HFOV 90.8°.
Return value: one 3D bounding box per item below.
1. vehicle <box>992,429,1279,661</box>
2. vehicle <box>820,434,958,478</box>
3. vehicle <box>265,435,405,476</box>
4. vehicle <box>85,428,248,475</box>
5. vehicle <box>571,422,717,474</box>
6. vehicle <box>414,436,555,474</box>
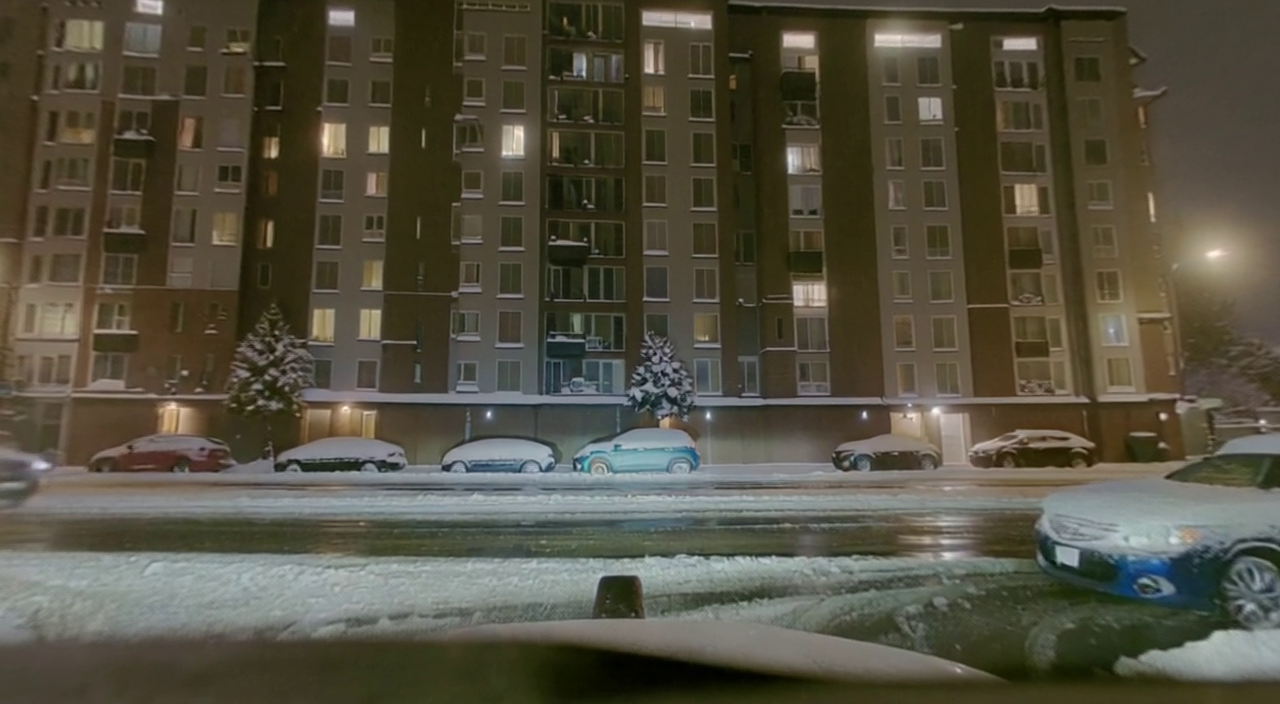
[{"bbox_3d":[5.926,1.450,5.354,4.714,1.471,1.978,0,-4,1],"label":"vehicle"},{"bbox_3d":[9.464,3.953,24.254,4.521,1.411,1.726,-2,-7,-4],"label":"vehicle"},{"bbox_3d":[-11.383,3.889,23.806,4.336,1.438,1.776,1,-8,-3],"label":"vehicle"},{"bbox_3d":[-17.489,3.682,23.549,4.426,1.641,1.889,1,-8,-5],"label":"vehicle"},{"bbox_3d":[0.090,3.681,24.037,5.299,1.860,2.098,1,-9,-5],"label":"vehicle"},{"bbox_3d":[-5.752,3.904,23.847,4.851,1.339,1.785,0,-10,-2],"label":"vehicle"}]
